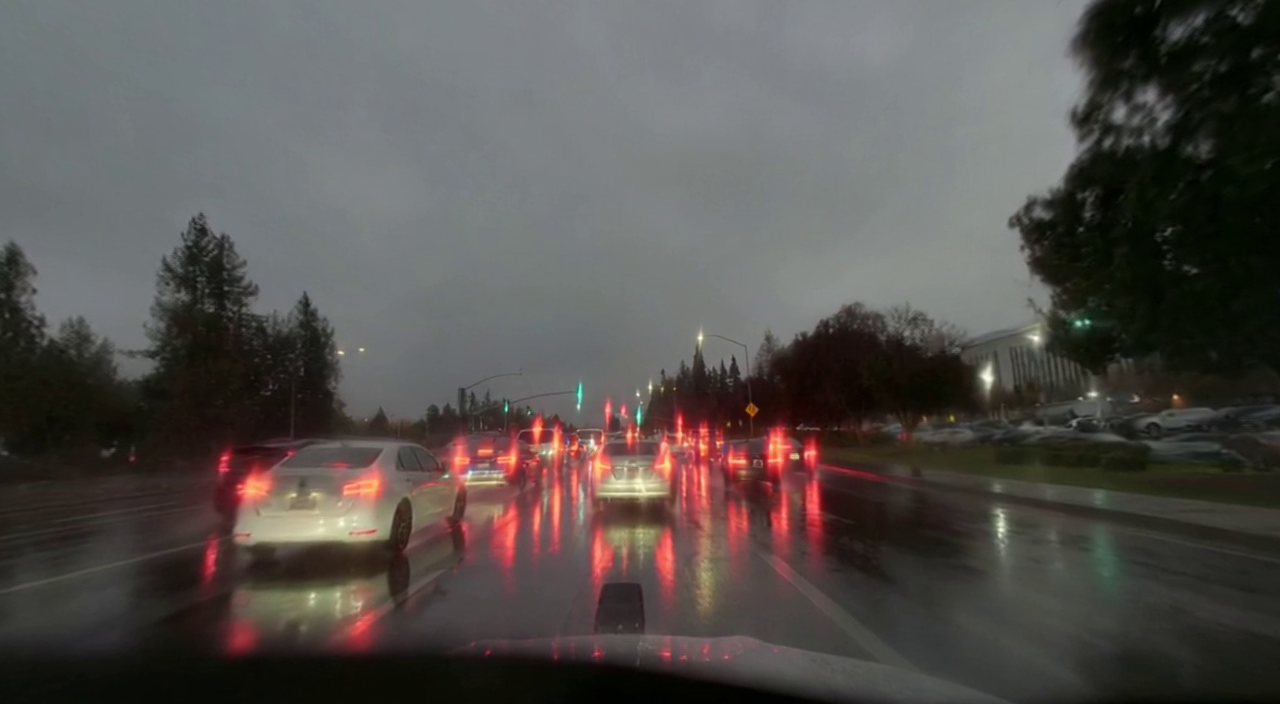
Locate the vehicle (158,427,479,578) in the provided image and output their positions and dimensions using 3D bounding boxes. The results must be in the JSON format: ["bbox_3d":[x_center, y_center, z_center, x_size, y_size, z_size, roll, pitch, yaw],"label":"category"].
[{"bbox_3d":[-3.757,1.816,8.513,2.052,1.475,4.341,0,-8,0],"label":"vehicle"}]

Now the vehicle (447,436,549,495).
[{"bbox_3d":[-3.883,3.168,18.066,1.985,1.467,4.224,0,-8,0],"label":"vehicle"}]

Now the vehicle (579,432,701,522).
[{"bbox_3d":[-0.073,2.366,12.512,2.007,1.467,4.059,0,-8,-2],"label":"vehicle"}]

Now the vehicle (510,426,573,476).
[{"bbox_3d":[-3.979,4.092,26.332,2.054,1.881,4.469,0,-8,-2],"label":"vehicle"}]

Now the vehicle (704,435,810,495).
[{"bbox_3d":[3.117,3.120,17.862,1.978,1.452,4.381,0,-8,-3],"label":"vehicle"}]
